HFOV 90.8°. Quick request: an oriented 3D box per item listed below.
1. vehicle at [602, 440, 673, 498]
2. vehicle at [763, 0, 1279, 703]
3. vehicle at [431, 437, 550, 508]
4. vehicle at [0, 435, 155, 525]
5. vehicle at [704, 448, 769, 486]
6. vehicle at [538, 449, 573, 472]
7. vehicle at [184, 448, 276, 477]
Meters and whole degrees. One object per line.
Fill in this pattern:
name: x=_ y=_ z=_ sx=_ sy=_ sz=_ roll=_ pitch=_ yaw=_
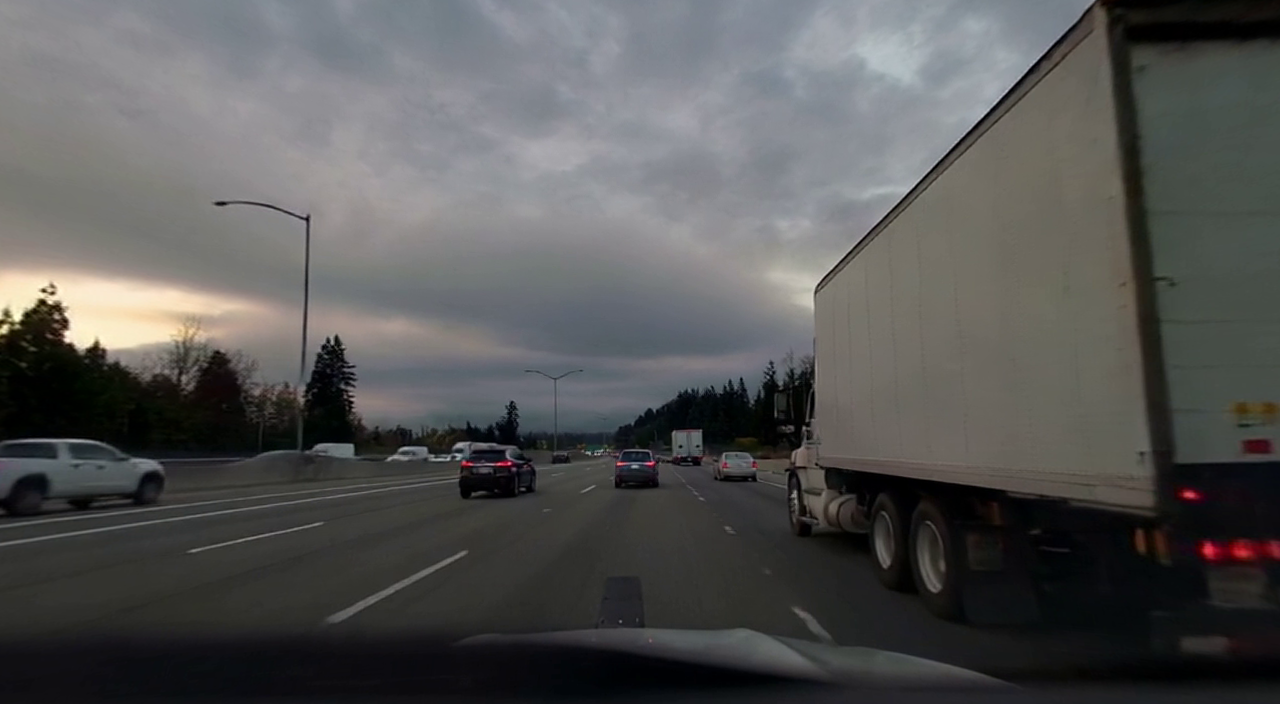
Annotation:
vehicle: x=-0.021 y=3.831 z=21.145 sx=2.103 sy=1.717 sz=4.399 roll=0 pitch=-9 yaw=1
vehicle: x=3.738 y=0.662 z=7.099 sx=2.836 sy=3.508 sz=8.723 roll=0 pitch=-9 yaw=0
vehicle: x=-3.945 y=3.259 z=17.624 sx=1.988 sy=1.696 sz=4.754 roll=0 pitch=-9 yaw=2
vehicle: x=-13.610 y=2.769 z=14.058 sx=1.946 sy=1.773 sz=4.446 roll=0 pitch=-9 yaw=2
vehicle: x=4.187 y=5.059 z=28.182 sx=2.146 sy=1.482 sz=4.665 roll=0 pitch=-9 yaw=0
vehicle: x=-6.364 y=8.239 z=48.058 sx=1.958 sy=1.633 sz=4.568 roll=0 pitch=-9 yaw=2
vehicle: x=-26.477 y=7.118 z=41.085 sx=2.207 sy=1.712 sz=5.297 roll=-1 pitch=-9 yaw=3
